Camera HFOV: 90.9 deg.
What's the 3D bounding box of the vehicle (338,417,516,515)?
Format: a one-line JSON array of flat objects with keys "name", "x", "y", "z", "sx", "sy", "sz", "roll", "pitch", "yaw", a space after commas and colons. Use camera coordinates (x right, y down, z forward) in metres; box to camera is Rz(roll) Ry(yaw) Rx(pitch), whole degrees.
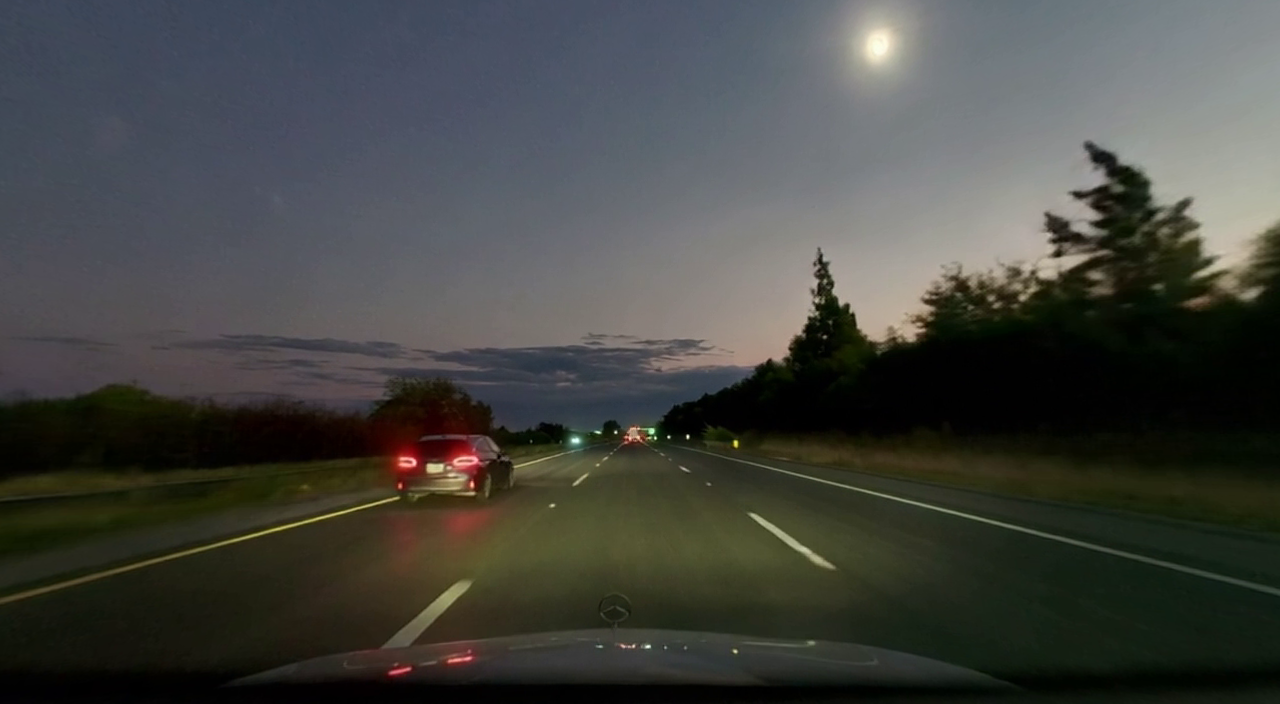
[{"name": "vehicle", "x": -4.134, "y": 2.287, "z": 13.198, "sx": 2.185, "sy": 1.677, "sz": 4.390, "roll": 0, "pitch": -8, "yaw": 0}]
